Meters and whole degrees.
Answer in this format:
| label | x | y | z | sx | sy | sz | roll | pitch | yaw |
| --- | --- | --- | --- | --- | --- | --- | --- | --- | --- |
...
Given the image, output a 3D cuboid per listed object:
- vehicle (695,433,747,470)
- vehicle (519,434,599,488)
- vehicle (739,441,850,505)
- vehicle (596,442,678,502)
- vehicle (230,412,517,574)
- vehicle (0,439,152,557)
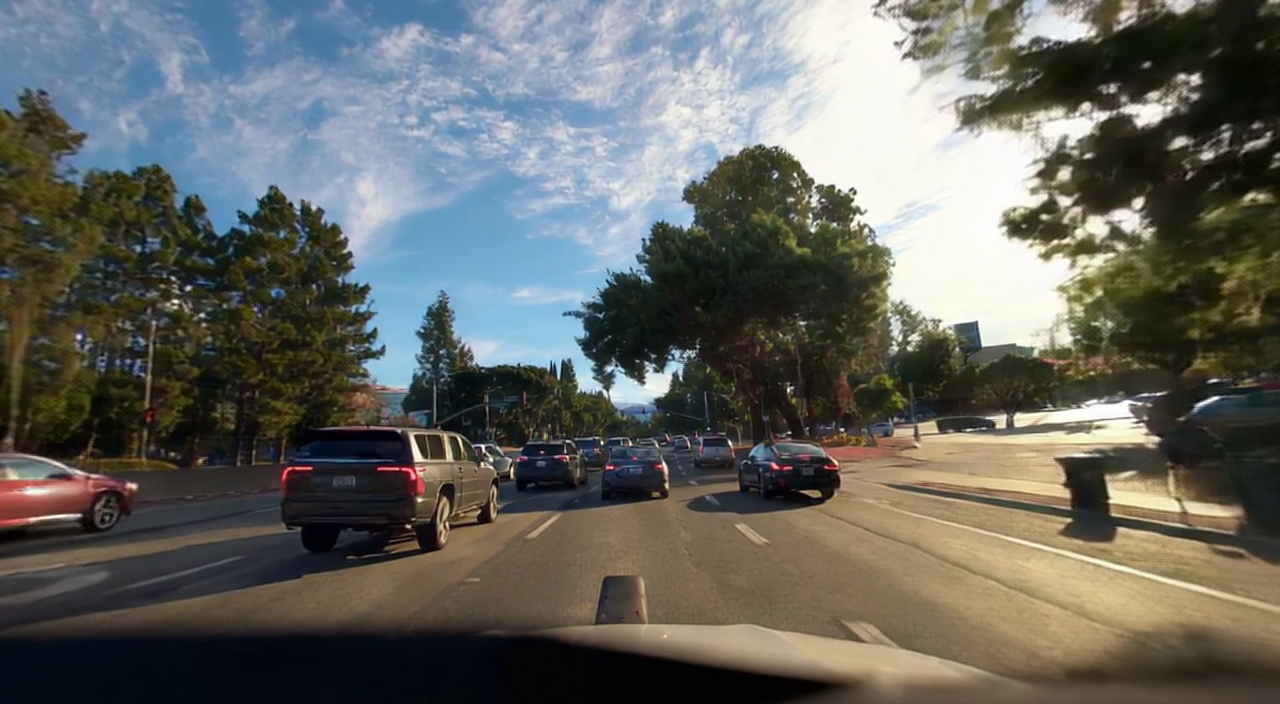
| label | x | y | z | sx | sy | sz | roll | pitch | yaw |
| --- | --- | --- | --- | --- | --- | --- | --- | --- | --- |
| vehicle | 4.236 | 5.304 | 33.770 | 2.099 | 1.845 | 4.363 | 0 | -9 | -1 |
| vehicle | -2.886 | 4.036 | 23.678 | 2.218 | 1.829 | 4.492 | -1 | -9 | 3 |
| vehicle | 3.939 | 3.148 | 16.918 | 1.884 | 1.463 | 4.195 | 0 | -9 | 0 |
| vehicle | -0.058 | 3.340 | 18.048 | 2.030 | 1.477 | 4.330 | 0 | -9 | 1 |
| vehicle | -3.424 | 1.938 | 9.607 | 2.111 | 1.745 | 5.274 | 0 | -9 | -1 |
| vehicle | -9.198 | 1.874 | 8.170 | 2.146 | 1.480 | 4.589 | 0 | -9 | -1 |
